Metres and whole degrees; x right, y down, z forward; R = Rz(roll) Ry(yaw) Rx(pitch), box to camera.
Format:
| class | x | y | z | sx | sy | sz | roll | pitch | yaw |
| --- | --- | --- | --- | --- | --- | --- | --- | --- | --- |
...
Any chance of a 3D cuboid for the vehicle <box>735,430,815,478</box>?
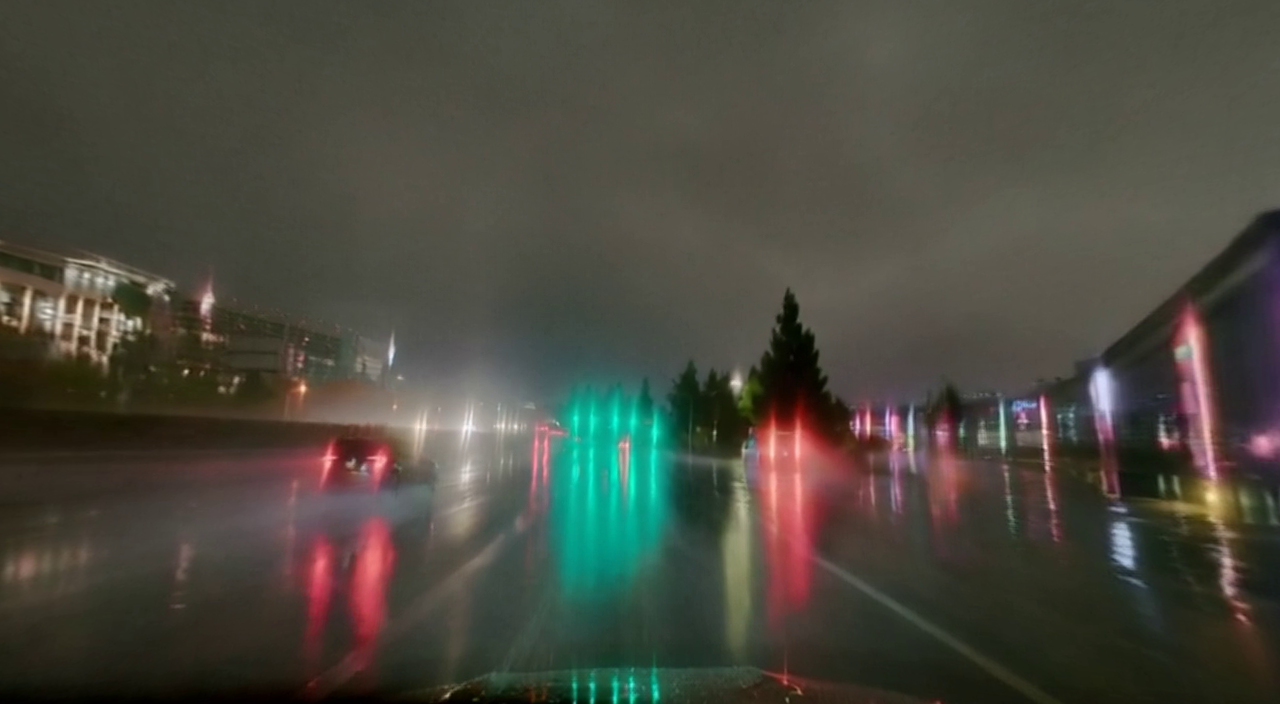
| class | x | y | z | sx | sy | sz | roll | pitch | yaw |
| --- | --- | --- | --- | --- | --- | --- | --- | --- | --- |
| vehicle | 5.341 | 4.115 | 25.627 | 2.023 | 1.782 | 4.193 | 0 | -9 | -4 |

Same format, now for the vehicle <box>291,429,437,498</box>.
| class | x | y | z | sx | sy | sz | roll | pitch | yaw |
| --- | --- | --- | --- | --- | --- | --- | --- | --- | --- |
| vehicle | -7.596 | 3.128 | 18.060 | 2.030 | 1.672 | 4.913 | 0 | -9 | -1 |
